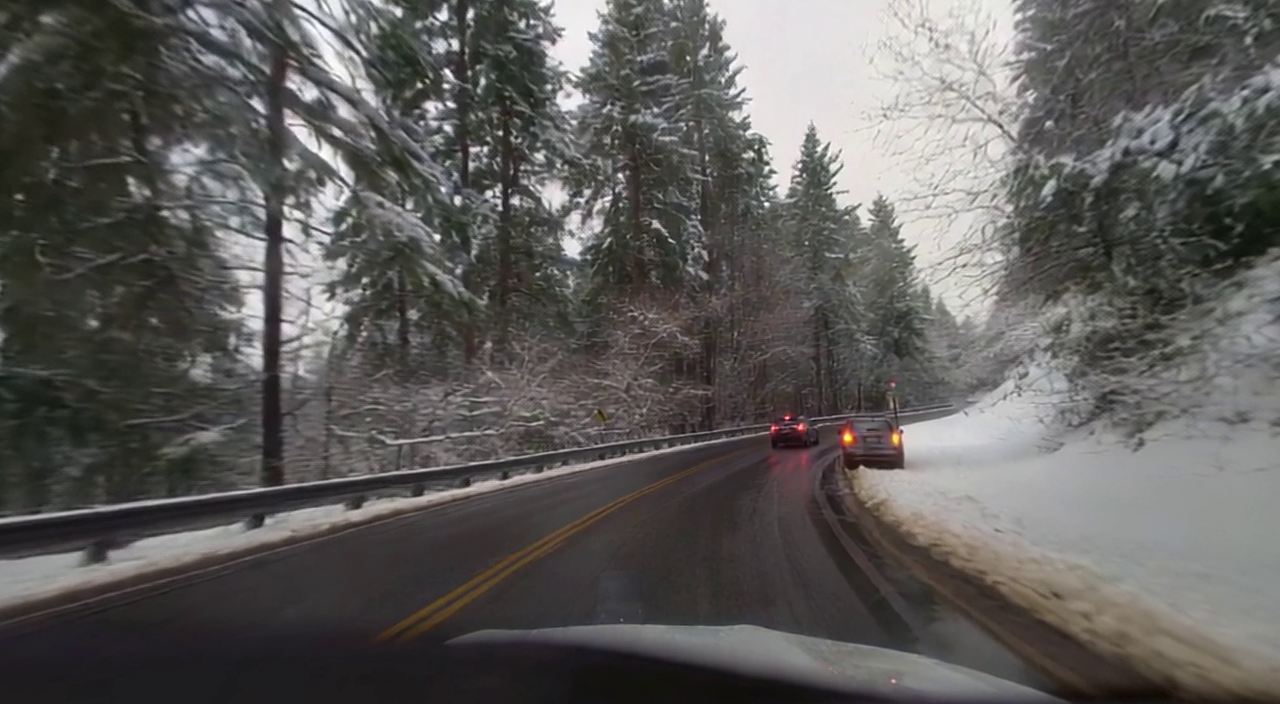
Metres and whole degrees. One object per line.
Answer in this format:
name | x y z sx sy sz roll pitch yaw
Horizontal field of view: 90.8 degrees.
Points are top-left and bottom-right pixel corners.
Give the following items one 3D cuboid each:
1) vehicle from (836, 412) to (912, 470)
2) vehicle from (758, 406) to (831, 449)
vehicle | 8.295 3.147 22.237 2.172 1.773 4.601 -4 -9 22
vehicle | 7.914 3.813 31.868 2.469 1.953 5.605 -4 -8 24
